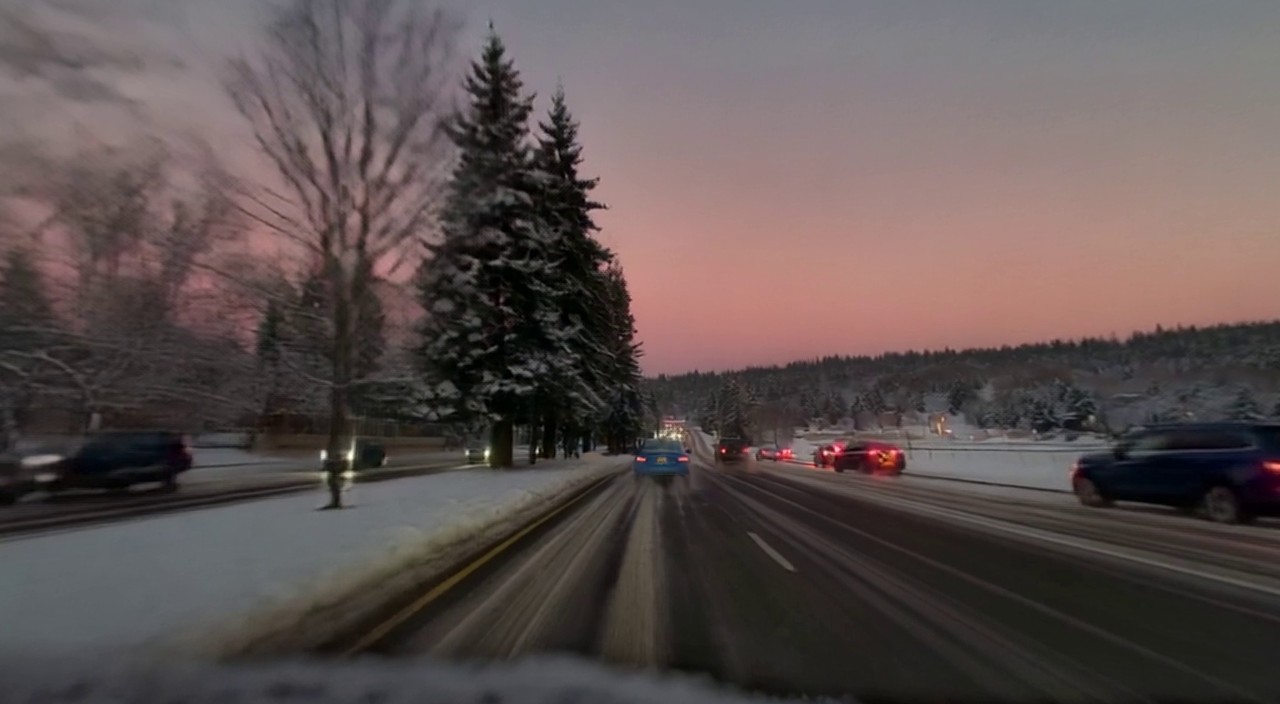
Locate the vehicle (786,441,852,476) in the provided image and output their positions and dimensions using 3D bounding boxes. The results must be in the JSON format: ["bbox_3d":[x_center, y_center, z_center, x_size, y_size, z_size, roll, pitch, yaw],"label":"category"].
[{"bbox_3d":[8.279,4.959,29.596,1.928,1.488,4.361,0,-8,2],"label":"vehicle"}]

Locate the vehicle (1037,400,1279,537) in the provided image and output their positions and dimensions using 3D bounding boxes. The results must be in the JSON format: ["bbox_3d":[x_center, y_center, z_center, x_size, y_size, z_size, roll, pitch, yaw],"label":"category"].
[{"bbox_3d":[11.085,2.148,12.069,2.493,2.084,6.892,0,-8,1],"label":"vehicle"}]

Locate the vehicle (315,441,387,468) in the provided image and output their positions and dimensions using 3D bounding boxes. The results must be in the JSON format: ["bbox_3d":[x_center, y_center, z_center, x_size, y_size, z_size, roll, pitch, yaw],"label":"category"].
[{"bbox_3d":[-16.747,5.944,36.776,1.874,1.441,4.625,0,-8,2],"label":"vehicle"}]

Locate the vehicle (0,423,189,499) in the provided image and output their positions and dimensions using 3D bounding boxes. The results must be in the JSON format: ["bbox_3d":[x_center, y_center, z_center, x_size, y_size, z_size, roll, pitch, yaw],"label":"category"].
[{"bbox_3d":[-12.805,2.474,14.596,1.785,1.503,3.885,0,-8,0],"label":"vehicle"}]

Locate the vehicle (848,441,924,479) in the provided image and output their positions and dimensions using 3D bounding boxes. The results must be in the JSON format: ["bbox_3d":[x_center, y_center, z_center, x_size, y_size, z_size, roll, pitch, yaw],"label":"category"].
[{"bbox_3d":[12.417,5.466,32.168,2.106,1.719,4.830,0,-9,2],"label":"vehicle"}]

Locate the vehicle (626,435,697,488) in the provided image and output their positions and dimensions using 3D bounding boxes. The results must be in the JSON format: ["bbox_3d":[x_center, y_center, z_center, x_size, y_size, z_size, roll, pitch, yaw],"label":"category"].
[{"bbox_3d":[0.718,3.676,21.435,2.145,1.603,4.369,0,-8,2],"label":"vehicle"}]

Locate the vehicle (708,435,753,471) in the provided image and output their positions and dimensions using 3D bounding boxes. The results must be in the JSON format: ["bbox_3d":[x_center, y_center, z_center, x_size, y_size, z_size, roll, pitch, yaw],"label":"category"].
[{"bbox_3d":[4.859,5.499,34.379,1.976,1.796,4.159,0,-8,2],"label":"vehicle"}]
